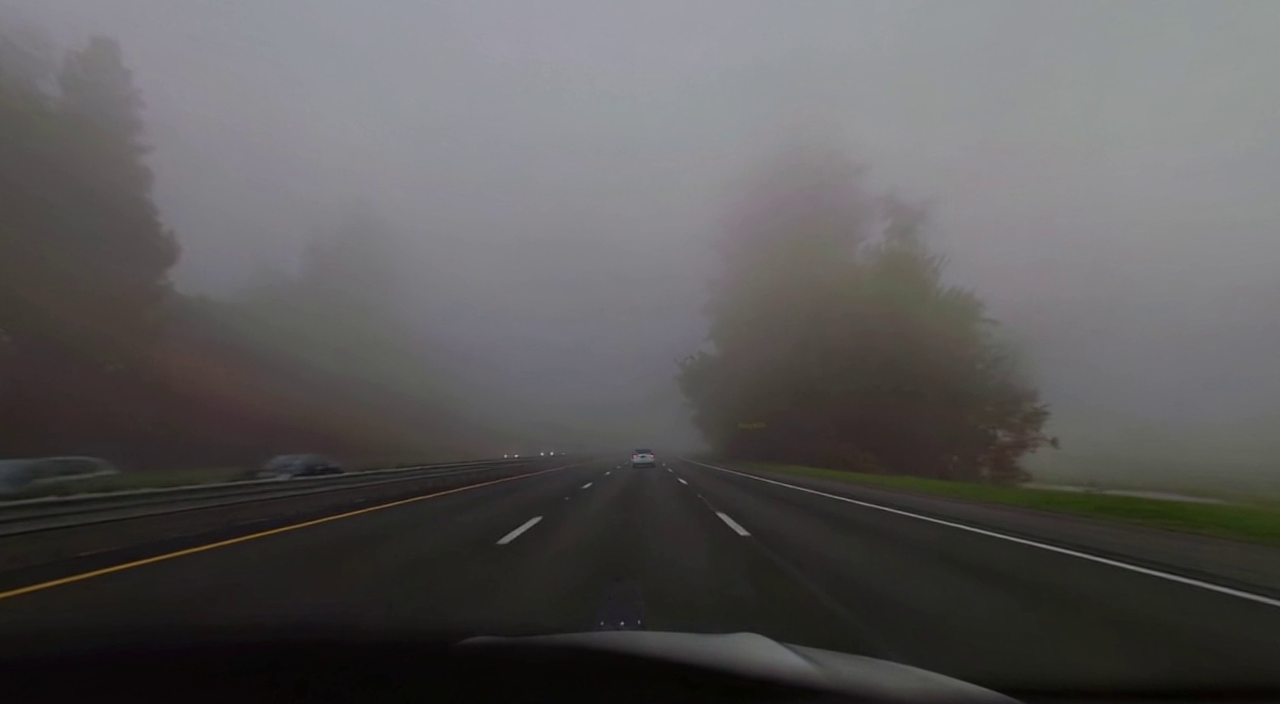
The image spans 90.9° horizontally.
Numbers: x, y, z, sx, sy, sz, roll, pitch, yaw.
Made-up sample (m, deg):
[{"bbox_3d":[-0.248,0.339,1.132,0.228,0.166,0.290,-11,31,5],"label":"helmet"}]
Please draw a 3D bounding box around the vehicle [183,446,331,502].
[{"bbox_3d":[-11.814,3.772,19.844,1.949,1.547,4.188,0,-9,1],"label":"vehicle"}]

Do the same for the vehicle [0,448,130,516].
[{"bbox_3d":[-15.846,3.208,15.879,2.078,1.558,4.558,0,-9,1],"label":"vehicle"}]

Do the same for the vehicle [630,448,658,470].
[{"bbox_3d":[0.281,7.828,46.228,1.964,1.483,4.016,0,-9,0],"label":"vehicle"}]
